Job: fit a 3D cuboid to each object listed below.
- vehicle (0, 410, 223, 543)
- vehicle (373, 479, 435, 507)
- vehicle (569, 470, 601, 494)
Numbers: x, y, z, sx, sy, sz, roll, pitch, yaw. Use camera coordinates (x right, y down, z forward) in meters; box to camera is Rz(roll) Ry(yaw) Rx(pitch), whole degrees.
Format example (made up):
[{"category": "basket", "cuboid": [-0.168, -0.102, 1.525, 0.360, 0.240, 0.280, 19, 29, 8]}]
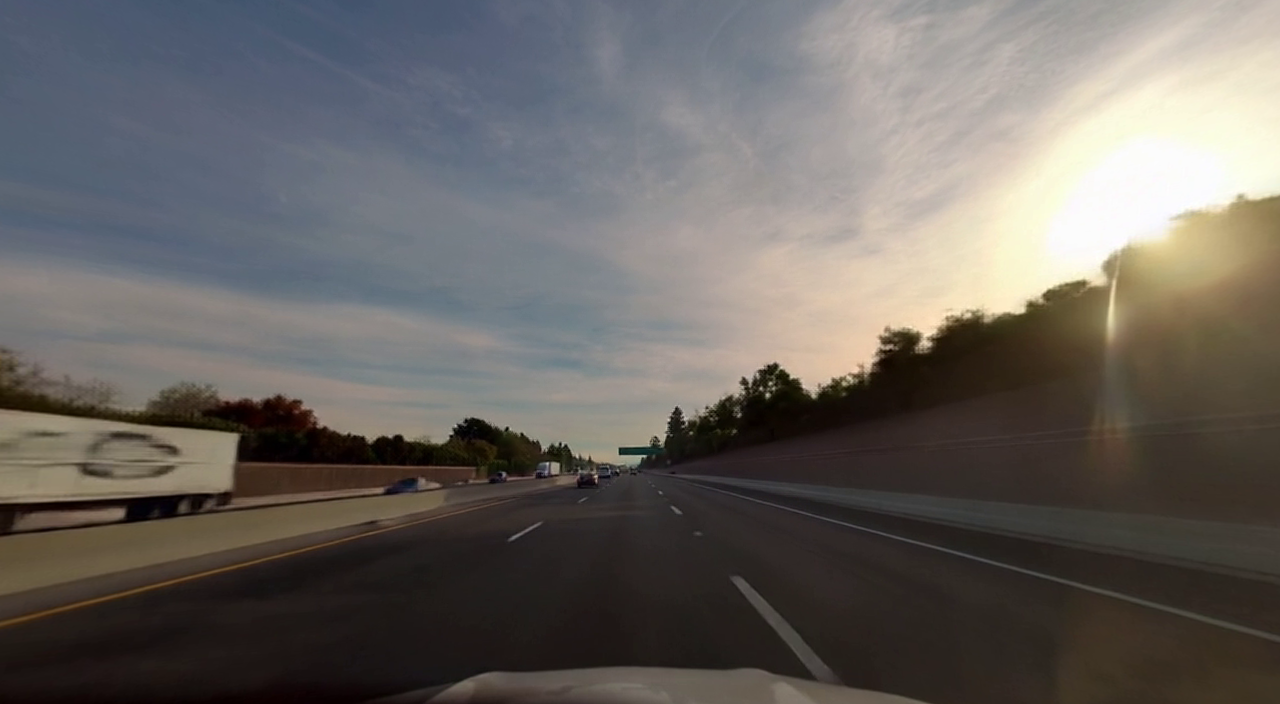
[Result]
[{"category": "vehicle", "cuboid": [-21.666, 4.513, 23.113, 3.036, 4.098, 14.145, 1, -11, 0]}, {"category": "vehicle", "cuboid": [-13.330, 7.965, 35.856, 1.913, 1.406, 4.019, 0, -10, 1]}, {"category": "vehicle", "cuboid": [-3.562, 8.484, 41.337, 1.863, 1.486, 3.852, 1, -10, -1]}]
